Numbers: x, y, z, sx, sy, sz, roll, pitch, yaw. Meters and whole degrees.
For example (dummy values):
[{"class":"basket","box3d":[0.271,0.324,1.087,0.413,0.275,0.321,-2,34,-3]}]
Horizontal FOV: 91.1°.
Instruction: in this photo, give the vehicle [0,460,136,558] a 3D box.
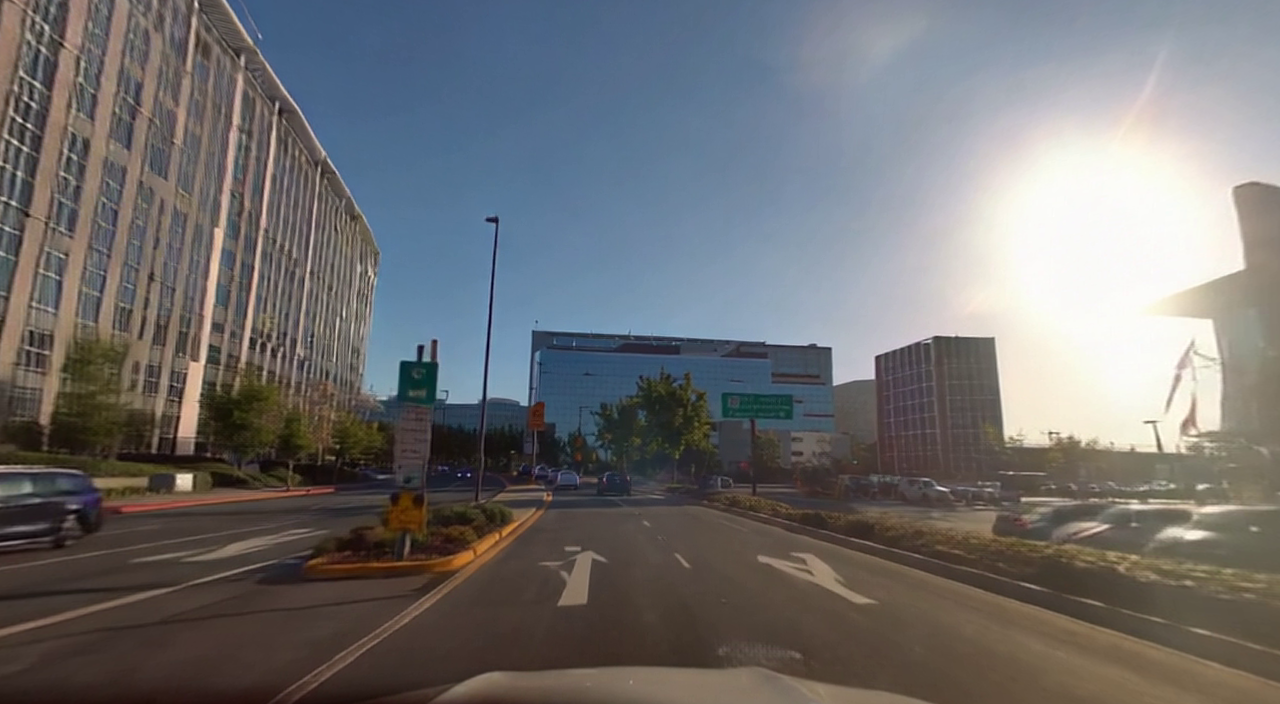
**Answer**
[{"class":"vehicle","box3d":[-10.604,2.475,10.116,1.839,1.456,3.859,1,-10,-3]}]

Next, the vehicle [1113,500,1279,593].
[{"class":"vehicle","box3d":[11.956,3.647,11.945,4.302,1.456,1.832,0,-10,3]}]

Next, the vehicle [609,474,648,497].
[{"class":"vehicle","box3d":[-0.705,7.733,36.493,1.775,1.186,2.933,3,-11,-11]}]

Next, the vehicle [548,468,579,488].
[{"class":"vehicle","box3d":[-5.967,9.726,48.631,2.005,1.498,3.643,3,-11,-12]}]
